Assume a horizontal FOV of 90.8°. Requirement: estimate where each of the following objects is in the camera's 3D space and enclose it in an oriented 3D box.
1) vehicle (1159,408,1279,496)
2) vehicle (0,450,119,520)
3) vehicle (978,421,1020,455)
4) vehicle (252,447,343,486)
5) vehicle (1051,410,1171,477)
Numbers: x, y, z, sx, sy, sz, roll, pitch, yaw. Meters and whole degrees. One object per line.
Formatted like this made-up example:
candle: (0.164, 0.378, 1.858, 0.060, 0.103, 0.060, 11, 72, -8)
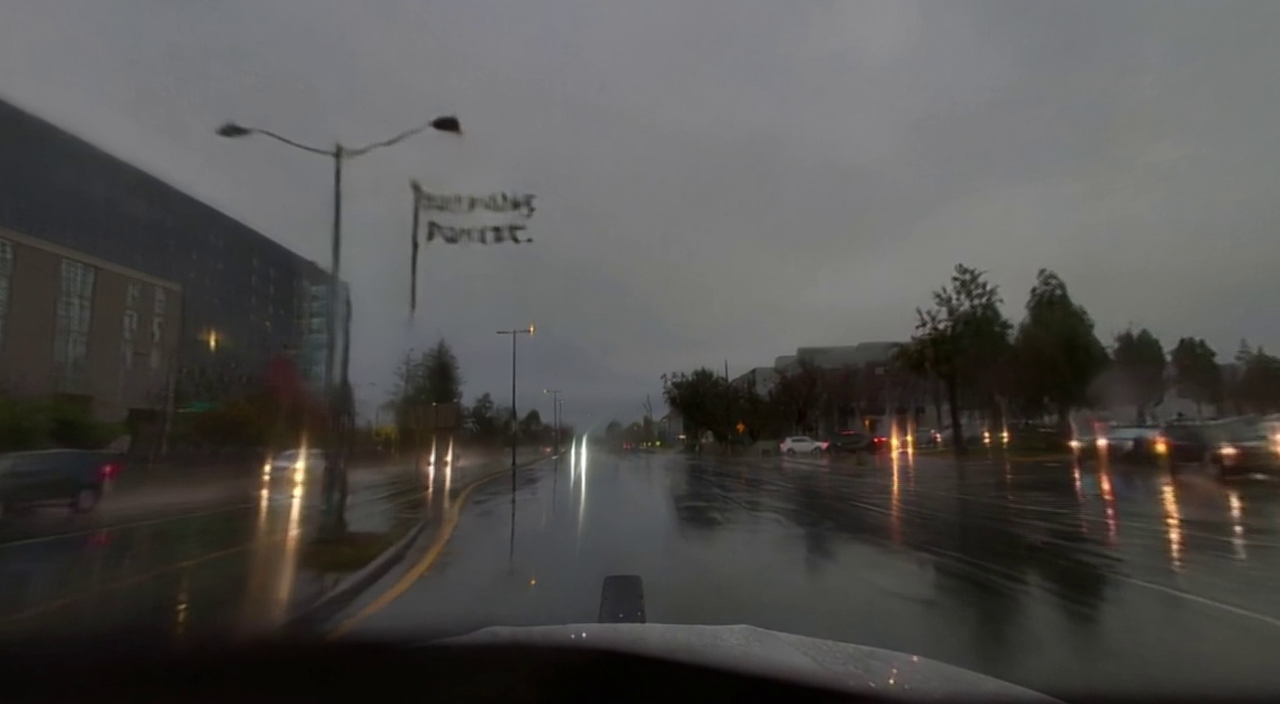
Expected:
vehicle: (17.235, 2.811, 18.243, 1.686, 2.284, 3.164, -1, -7, 1)
vehicle: (-18.256, 3.824, 18.328, 2.041, 1.826, 4.878, -1, -8, 1)
vehicle: (25.092, 6.060, 44.207, 1.246, 2.287, 2.709, -1, -9, 2)
vehicle: (-18.473, 6.159, 34.379, 2.284, 1.801, 4.822, -2, -8, 0)
vehicle: (22.135, 4.253, 29.648, 5.332, 2.719, 2.336, 1, -9, -31)
